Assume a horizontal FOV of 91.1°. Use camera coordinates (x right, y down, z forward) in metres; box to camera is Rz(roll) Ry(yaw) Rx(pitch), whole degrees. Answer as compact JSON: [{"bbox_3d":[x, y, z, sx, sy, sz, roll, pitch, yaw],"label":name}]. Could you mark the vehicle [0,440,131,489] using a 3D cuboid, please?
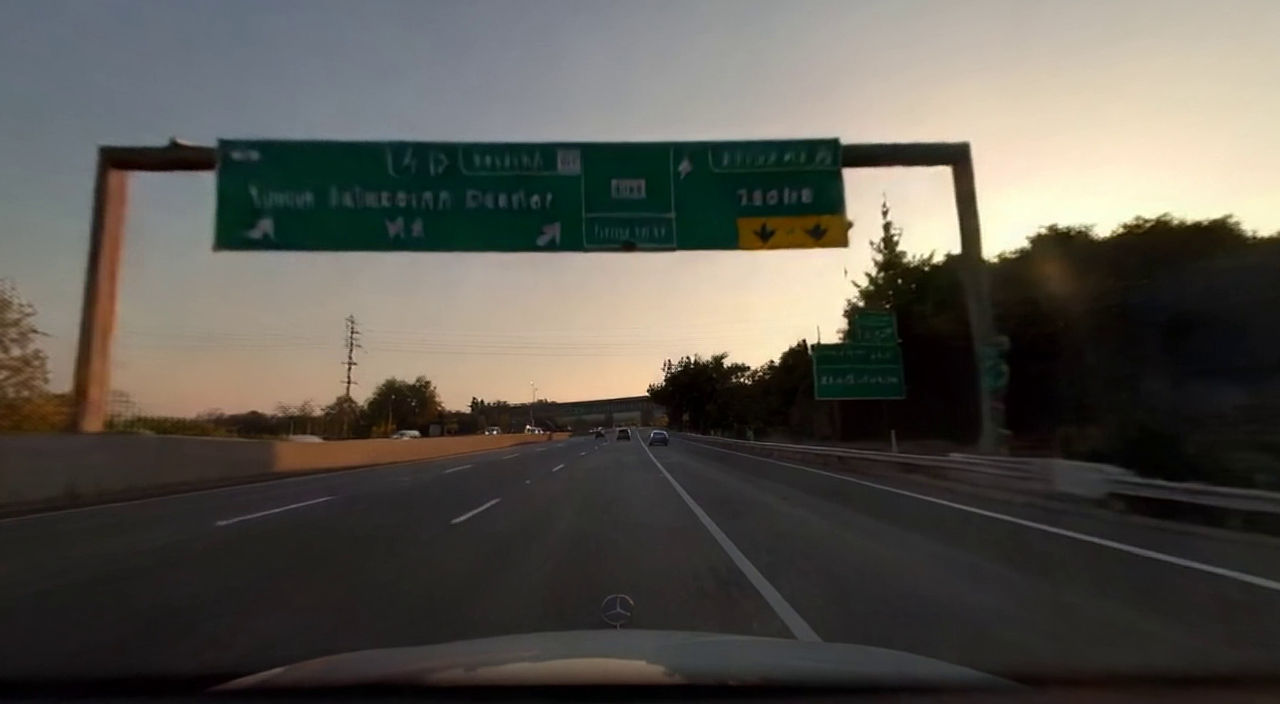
[{"bbox_3d":[-20.373,3.796,21.770,1.816,1.493,4.415,0,-8,-1],"label":"vehicle"}]
